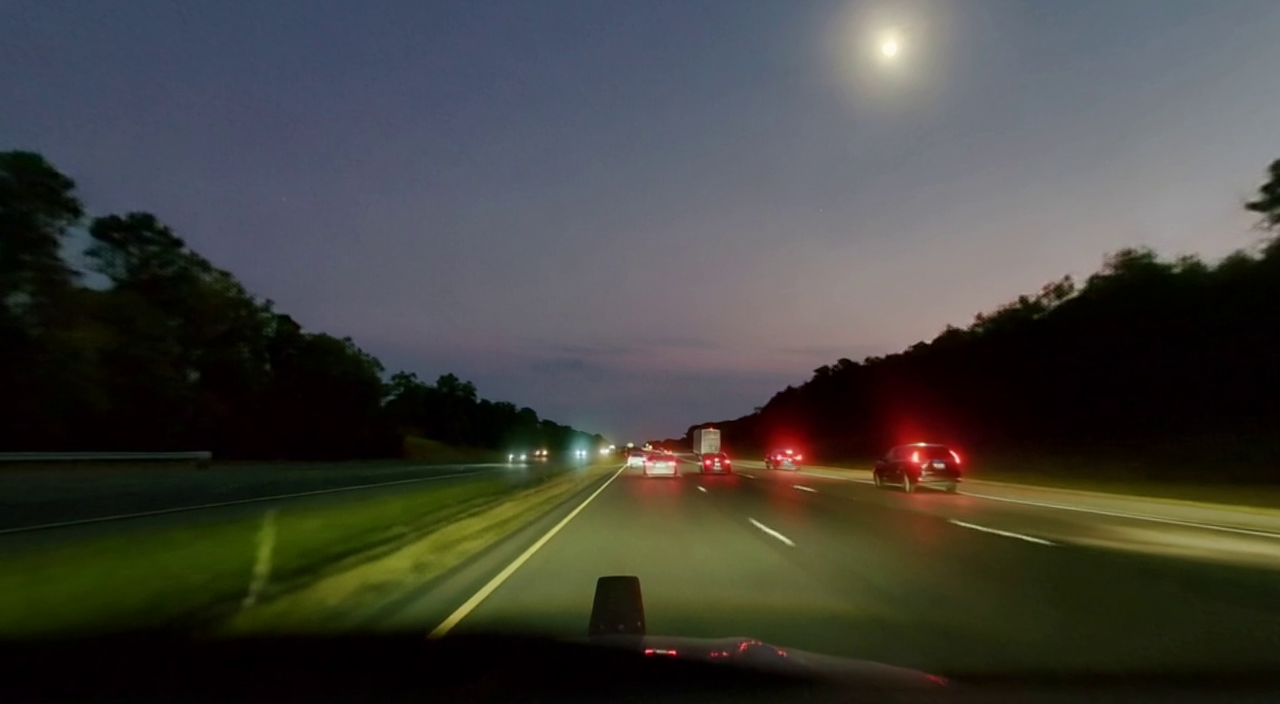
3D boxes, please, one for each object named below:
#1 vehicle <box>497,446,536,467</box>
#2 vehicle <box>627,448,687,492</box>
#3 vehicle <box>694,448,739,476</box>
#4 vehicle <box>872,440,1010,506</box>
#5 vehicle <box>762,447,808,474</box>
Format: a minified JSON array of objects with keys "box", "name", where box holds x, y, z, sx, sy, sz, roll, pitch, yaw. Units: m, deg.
[{"box":[-9.301,7.941,47.946,1.990,1.466,4.544,0,-9,1],"name":"vehicle"},{"box":[0.575,4.243,22.928,2.020,1.426,3.702,0,-9,0],"name":"vehicle"},{"box":[4.268,6.235,35.918,1.981,1.518,4.029,0,-9,-1],"name":"vehicle"},{"box":[7.983,3.230,17.163,1.847,1.554,3.752,0,-9,0],"name":"vehicle"},{"box":[9.060,6.789,39.611,1.957,1.594,3.632,0,-9,-1],"name":"vehicle"}]
